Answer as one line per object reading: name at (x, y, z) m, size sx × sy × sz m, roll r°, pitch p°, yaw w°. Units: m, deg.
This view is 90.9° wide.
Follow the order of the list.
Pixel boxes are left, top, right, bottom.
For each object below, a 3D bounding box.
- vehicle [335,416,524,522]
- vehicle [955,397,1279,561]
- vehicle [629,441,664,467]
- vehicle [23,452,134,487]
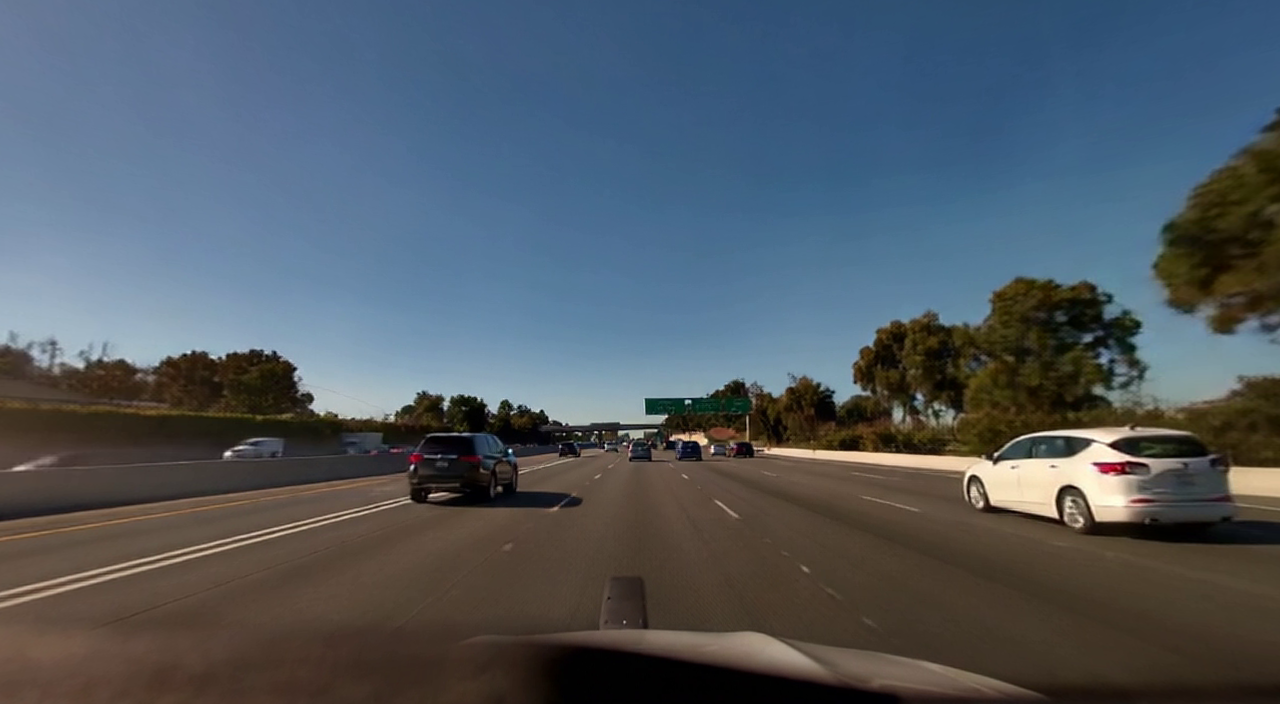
vehicle at (-3.971, 2.313, 13.010) m, size 2.118 × 1.750 × 4.875 m, roll 0°, pitch -8°, yaw 1°
vehicle at (7.023, 1.730, 9.345) m, size 2.123 × 1.756 × 4.959 m, roll 0°, pitch -8°, yaw 0°
vehicle at (0.359, 6.230, 38.717) m, size 2.050 × 1.452 × 3.917 m, roll 0°, pitch -8°, yaw -1°
vehicle at (-27.502, 5.734, 31.086) m, size 1.789 × 1.537 × 3.961 m, roll 0°, pitch -8°, yaw 0°
